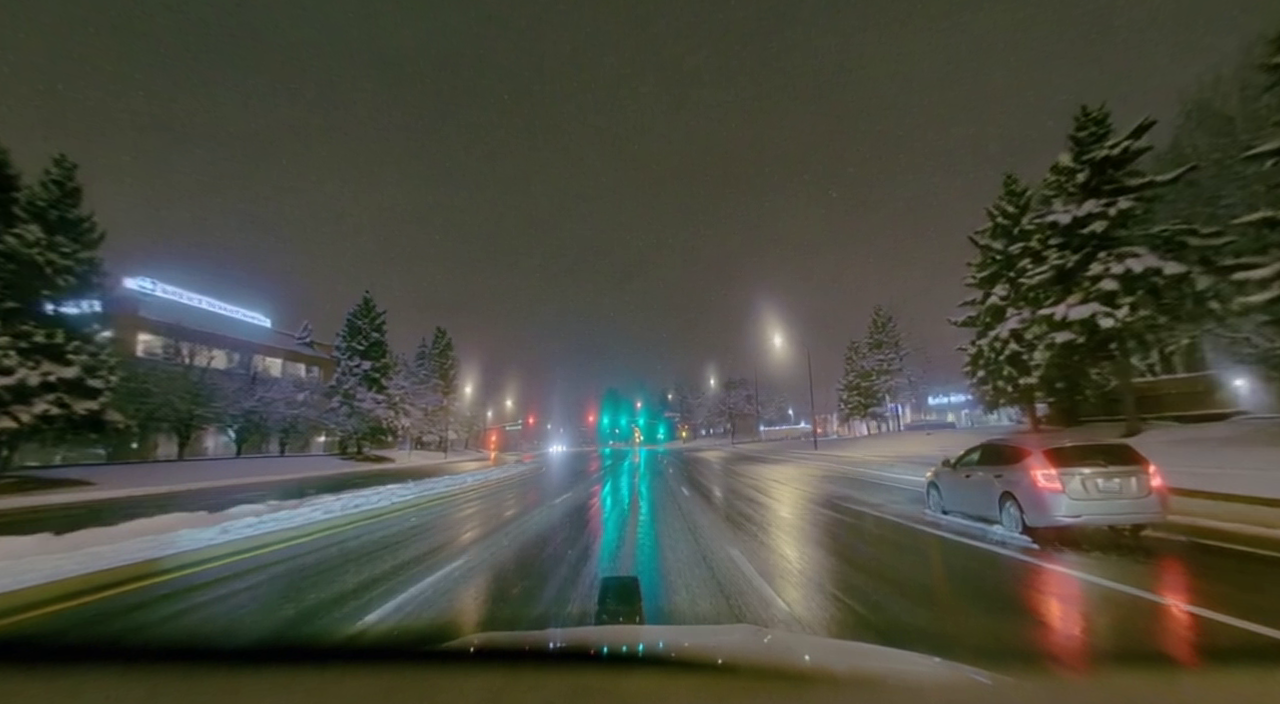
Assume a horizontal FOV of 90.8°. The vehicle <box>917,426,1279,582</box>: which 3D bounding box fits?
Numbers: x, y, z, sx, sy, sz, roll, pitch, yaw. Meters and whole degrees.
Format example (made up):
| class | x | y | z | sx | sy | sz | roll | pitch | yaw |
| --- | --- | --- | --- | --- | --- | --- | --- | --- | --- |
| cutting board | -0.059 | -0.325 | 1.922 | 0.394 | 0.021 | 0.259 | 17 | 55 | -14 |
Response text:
| class | x | y | z | sx | sy | sz | roll | pitch | yaw |
| --- | --- | --- | --- | --- | --- | --- | --- | --- | --- |
| vehicle | 5.760 | 1.803 | 8.430 | 2.070 | 1.491 | 4.575 | 0 | -8 | 1 |
